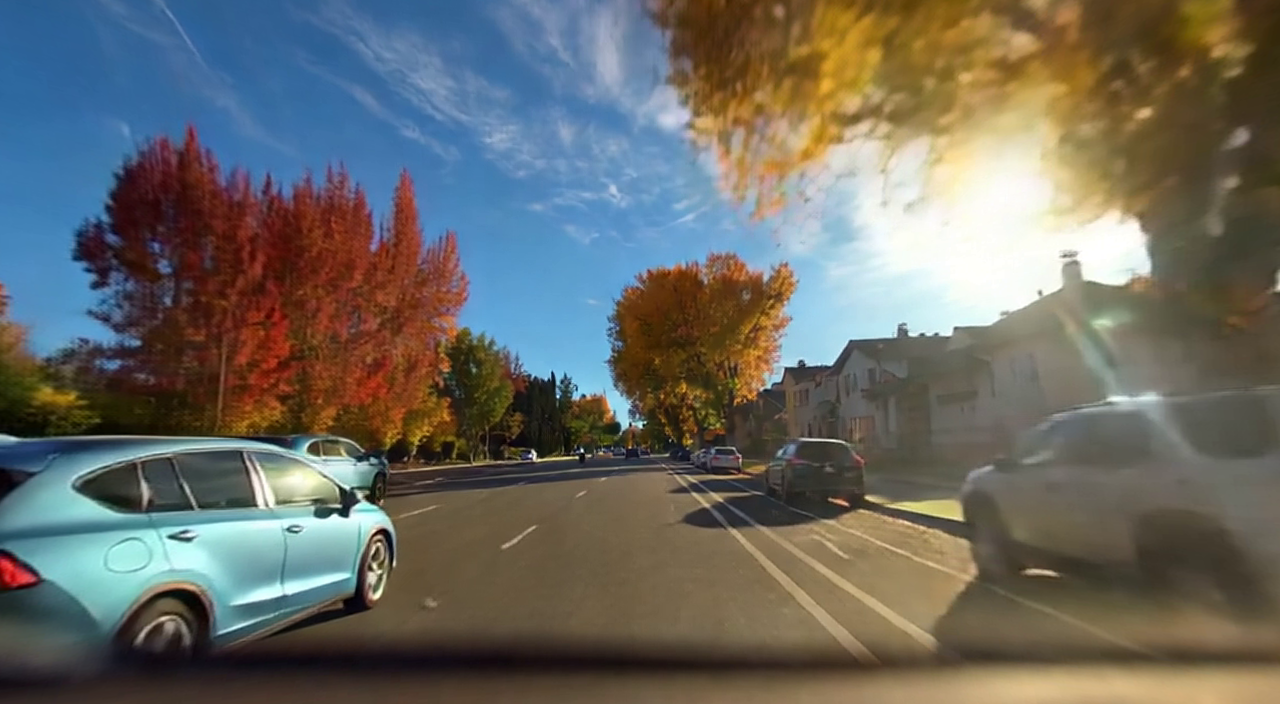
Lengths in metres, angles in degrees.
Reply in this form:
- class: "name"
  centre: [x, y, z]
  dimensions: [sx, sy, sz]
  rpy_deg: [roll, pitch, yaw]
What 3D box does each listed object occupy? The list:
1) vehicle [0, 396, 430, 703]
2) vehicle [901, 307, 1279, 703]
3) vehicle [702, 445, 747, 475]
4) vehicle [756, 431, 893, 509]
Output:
- class: "vehicle"
  centre: [-3.204, 1.217, 4.177]
  dimensions: [1.982, 1.478, 4.465]
  rpy_deg: [0, -9, 1]
- class: "vehicle"
  centre: [4.572, 1.084, 4.875]
  dimensions: [2.374, 2.104, 6.508]
  rpy_deg: [0, -9, 1]
- class: "vehicle"
  centre: [4.937, 6.383, 37.341]
  dimensions: [2.014, 1.700, 4.369]
  rpy_deg: [0, -9, -1]
- class: "vehicle"
  centre: [4.820, 3.216, 17.552]
  dimensions: [2.164, 1.793, 5.671]
  rpy_deg: [0, -9, 1]
